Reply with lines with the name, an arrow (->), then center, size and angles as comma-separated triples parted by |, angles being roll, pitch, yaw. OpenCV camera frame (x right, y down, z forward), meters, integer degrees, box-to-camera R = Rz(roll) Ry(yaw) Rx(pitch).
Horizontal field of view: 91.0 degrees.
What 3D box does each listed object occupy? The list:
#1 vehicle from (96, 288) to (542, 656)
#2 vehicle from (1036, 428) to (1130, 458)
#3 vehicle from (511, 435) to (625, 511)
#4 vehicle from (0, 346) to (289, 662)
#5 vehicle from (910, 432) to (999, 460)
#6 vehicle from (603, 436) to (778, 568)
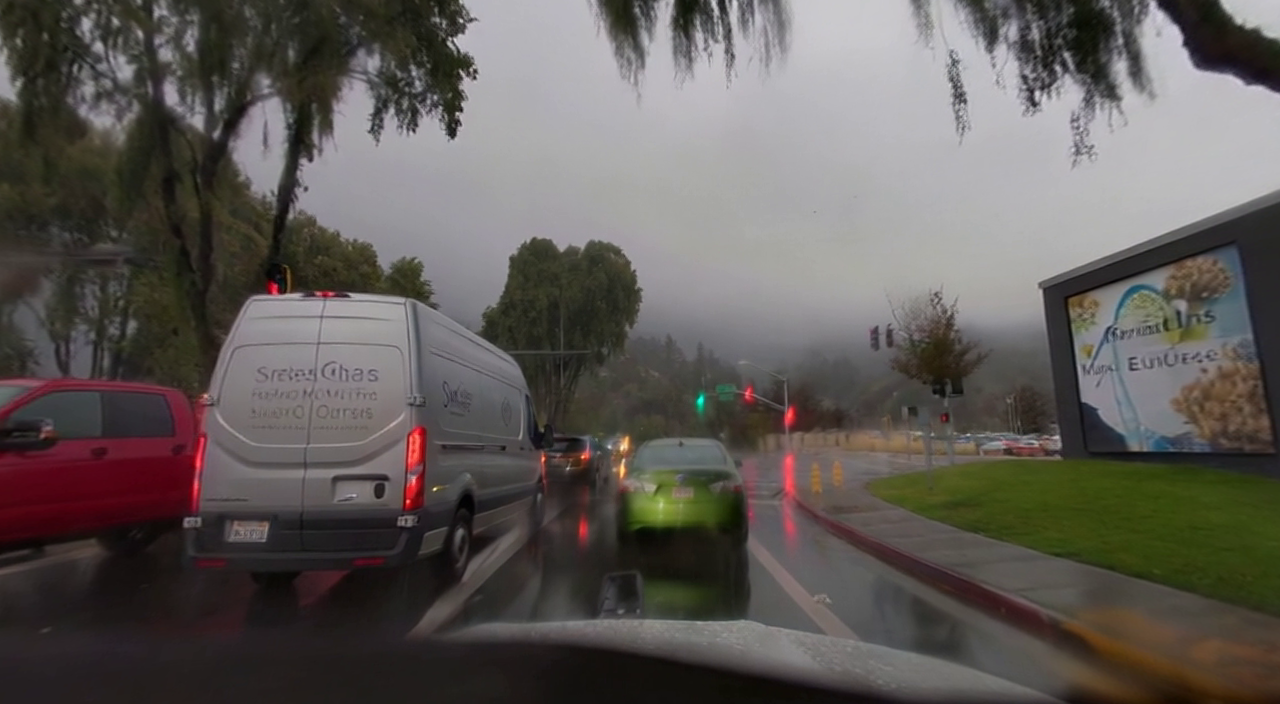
vehicle -> -3.072, 1.365, 8.110 | 2.555, 3.035, 5.702 | 0, -9, 1
vehicle -> 31.686, 6.507, 45.066 | 5.084, 2.041, 2.360 | 1, -9, -8
vehicle -> -1.854, 3.359, 18.003 | 2.130, 1.876, 4.445 | -1, -9, 9
vehicle -> -5.966, 1.306, 5.843 | 2.352, 2.333, 5.197 | 0, -9, 0
vehicle -> 21.656, 6.515, 43.413 | 5.021, 1.848, 2.210 | 1, -9, -9
vehicle -> 0.935, 2.379, 10.880 | 2.398, 1.773, 4.254 | -1, -9, 7
